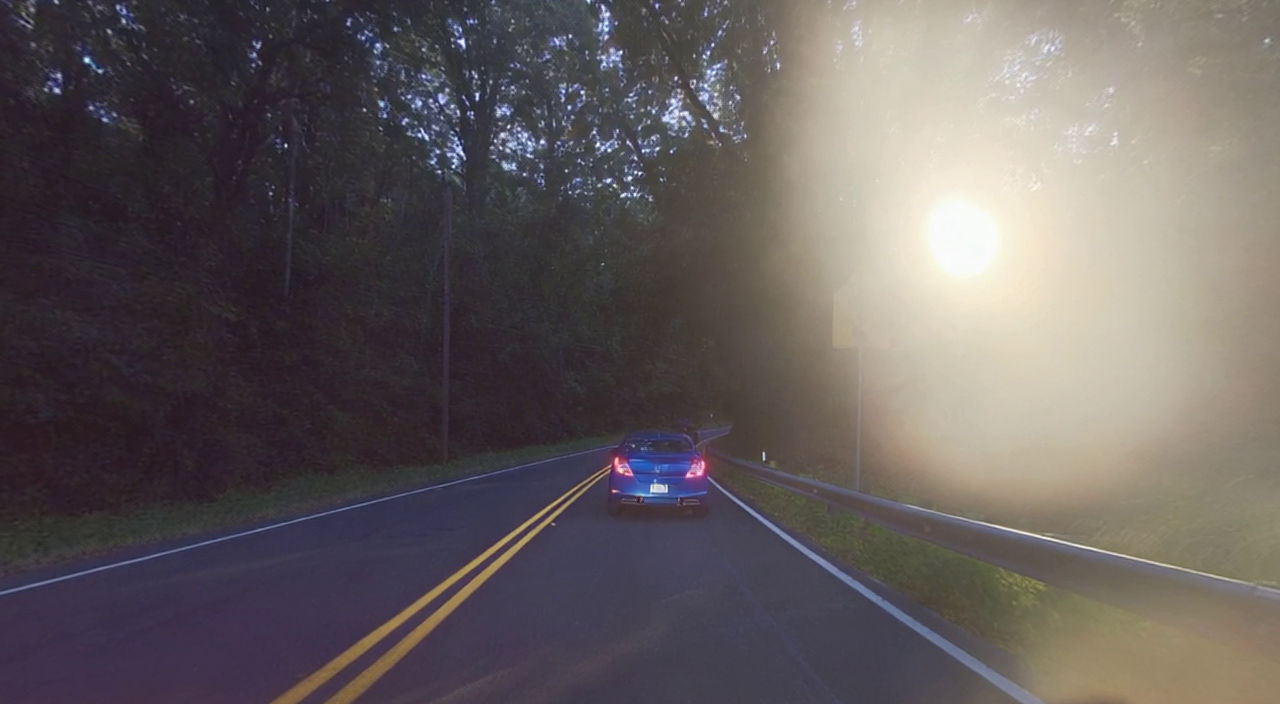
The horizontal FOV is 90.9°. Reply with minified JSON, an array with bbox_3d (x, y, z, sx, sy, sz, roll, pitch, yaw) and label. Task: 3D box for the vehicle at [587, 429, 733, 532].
[{"bbox_3d":[0.317,2.215,11.397,2.187,1.533,3.726,0,-8,0],"label":"vehicle"}]
